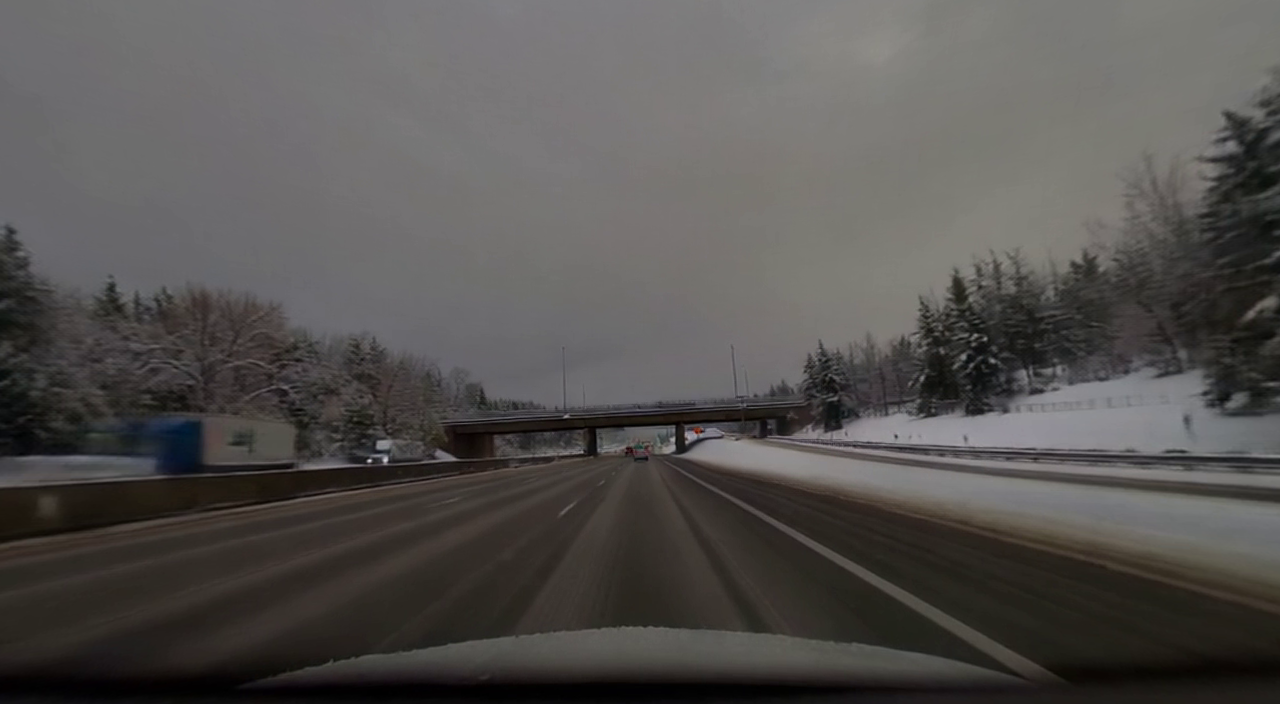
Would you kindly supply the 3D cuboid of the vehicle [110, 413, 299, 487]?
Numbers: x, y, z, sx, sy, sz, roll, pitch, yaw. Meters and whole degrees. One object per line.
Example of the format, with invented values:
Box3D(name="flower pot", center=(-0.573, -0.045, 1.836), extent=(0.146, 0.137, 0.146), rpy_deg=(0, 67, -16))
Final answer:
Box3D(name="vehicle", center=(-24.446, 5.710, 36.566), extent=(3.177, 3.622, 10.760), rpy_deg=(0, -9, 0))
